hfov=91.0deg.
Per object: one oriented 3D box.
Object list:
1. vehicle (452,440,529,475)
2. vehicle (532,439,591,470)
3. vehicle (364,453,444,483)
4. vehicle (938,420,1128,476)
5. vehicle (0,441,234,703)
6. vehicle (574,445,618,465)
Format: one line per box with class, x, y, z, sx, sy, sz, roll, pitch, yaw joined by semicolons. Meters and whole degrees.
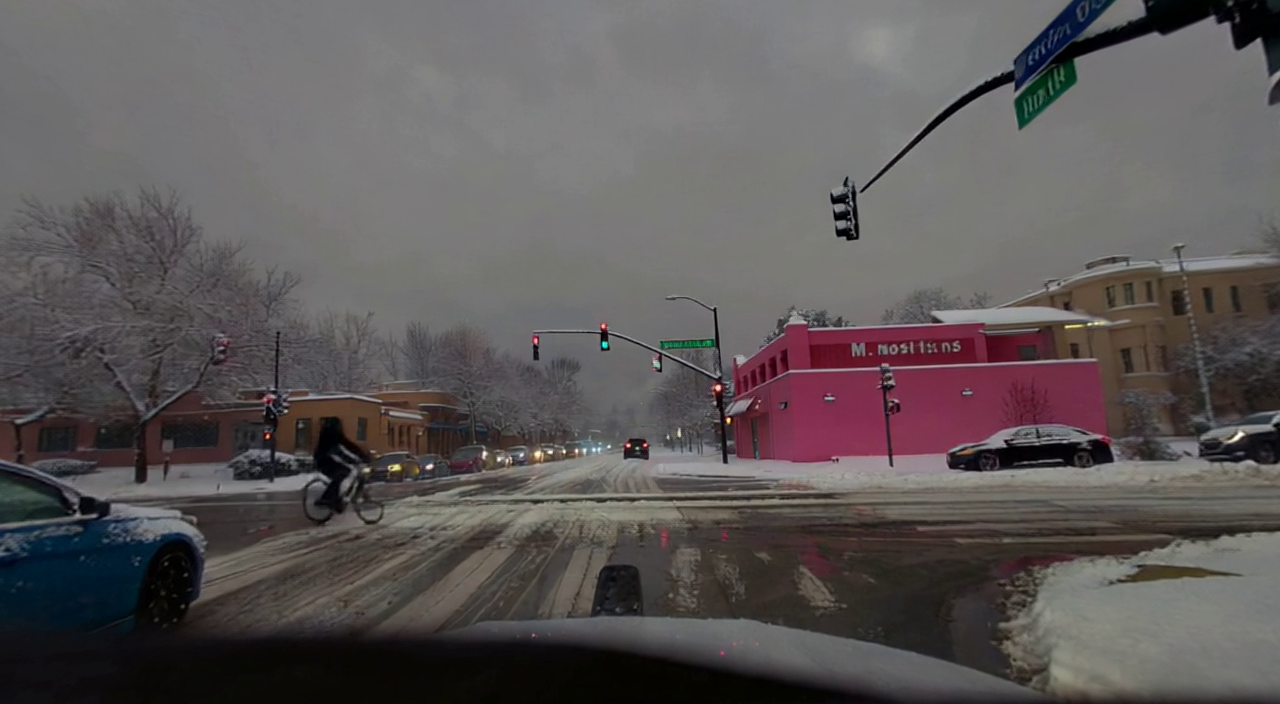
vehicle;-8.402;5.973;36.046;2.152;1.825;5.406;-2;-9;12
vehicle;-4.513;5.979;36.871;1.928;1.647;4.575;-2;-9;13
vehicle;-12.587;6.173;33.879;1.976;1.425;4.567;-1;-9;9
vehicle;11.564;2.870;18.805;4.355;1.546;1.820;-1;-9;6
vehicle;-3.693;0.969;2.154;1.759;1.325;4.295;0;-9;0
vehicle;-3.027;7.188;44.132;1.743;1.362;4.350;-2;-9;14
